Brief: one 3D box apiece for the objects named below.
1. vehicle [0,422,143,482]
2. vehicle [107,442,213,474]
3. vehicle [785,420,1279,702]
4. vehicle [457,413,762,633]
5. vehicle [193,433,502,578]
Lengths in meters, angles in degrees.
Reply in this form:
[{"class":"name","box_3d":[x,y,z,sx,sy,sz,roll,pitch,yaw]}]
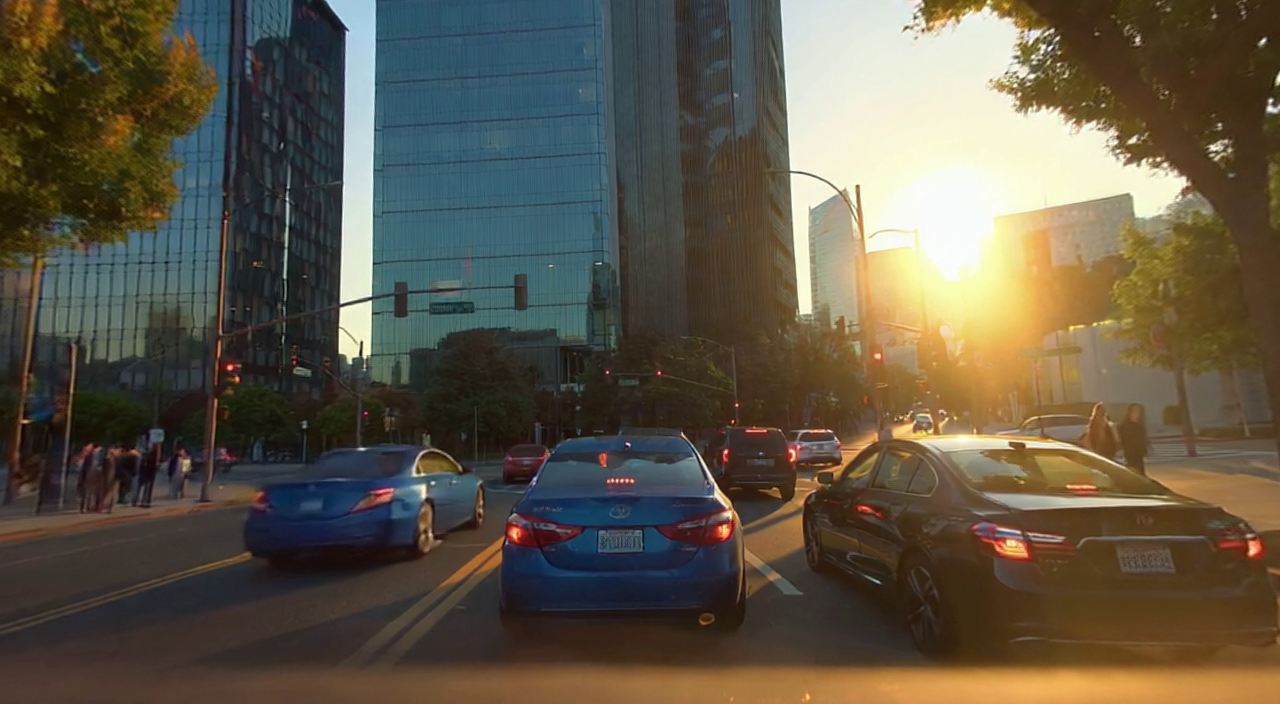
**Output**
[{"class":"vehicle","box_3d":[-30.101,5.115,32.314,6.756,2.955,2.367,0,-8,-1]},{"class":"vehicle","box_3d":[-33.748,7.445,44.284,5.598,2.130,2.121,0,-8,-2]},{"class":"vehicle","box_3d":[2.749,1.406,5.444,1.952,1.464,4.165,0,-8,-1]},{"class":"vehicle","box_3d":[-0.274,1.465,6.389,2.072,1.476,4.078,0,-8,-2]},{"class":"vehicle","box_3d":[-3.441,1.867,8.597,1.957,1.427,4.531,0,-8,1]}]
